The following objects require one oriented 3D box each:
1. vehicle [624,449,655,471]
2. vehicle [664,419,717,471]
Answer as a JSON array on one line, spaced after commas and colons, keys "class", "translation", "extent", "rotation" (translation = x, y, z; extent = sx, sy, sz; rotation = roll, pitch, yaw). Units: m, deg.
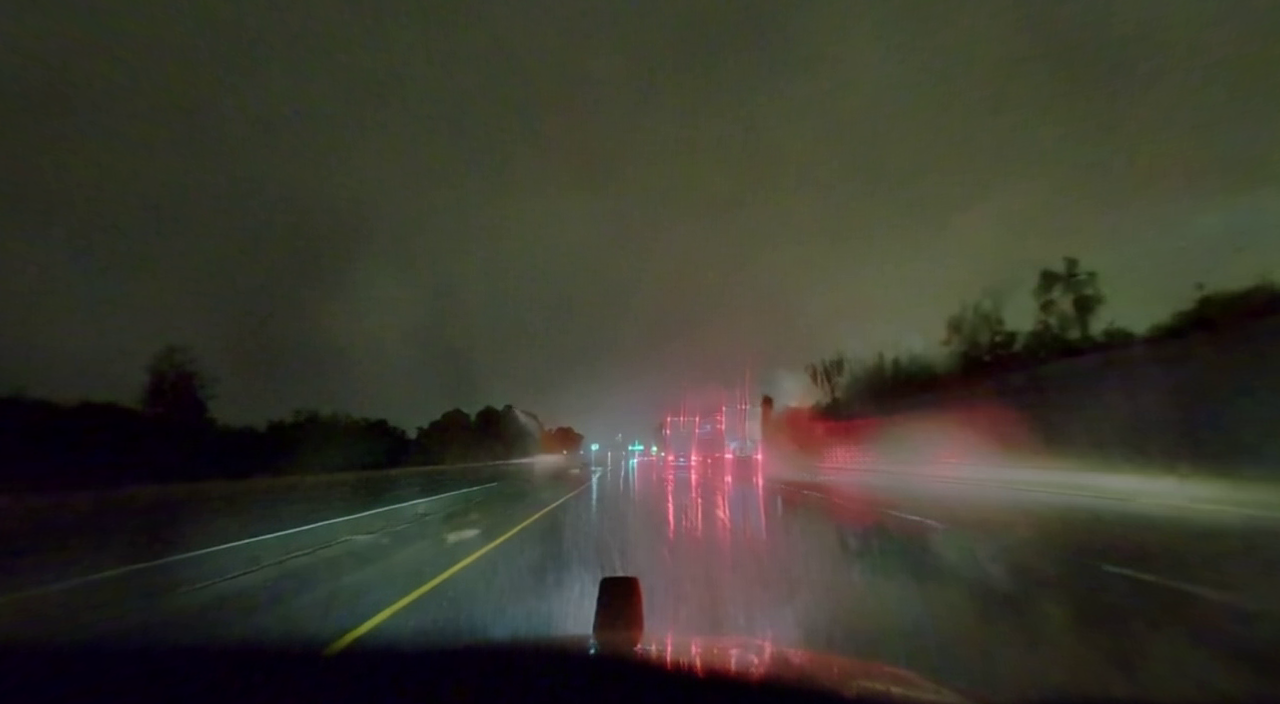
[{"class": "vehicle", "translation": [-0.072, 7.749, 44.992], "extent": [2.083, 1.473, 3.923], "rotation": [0, -9, -1]}, {"class": "vehicle", "translation": [3.482, 6.745, 45.218], "extent": [2.859, 3.332, 7.735], "rotation": [0, -9, -2]}]
